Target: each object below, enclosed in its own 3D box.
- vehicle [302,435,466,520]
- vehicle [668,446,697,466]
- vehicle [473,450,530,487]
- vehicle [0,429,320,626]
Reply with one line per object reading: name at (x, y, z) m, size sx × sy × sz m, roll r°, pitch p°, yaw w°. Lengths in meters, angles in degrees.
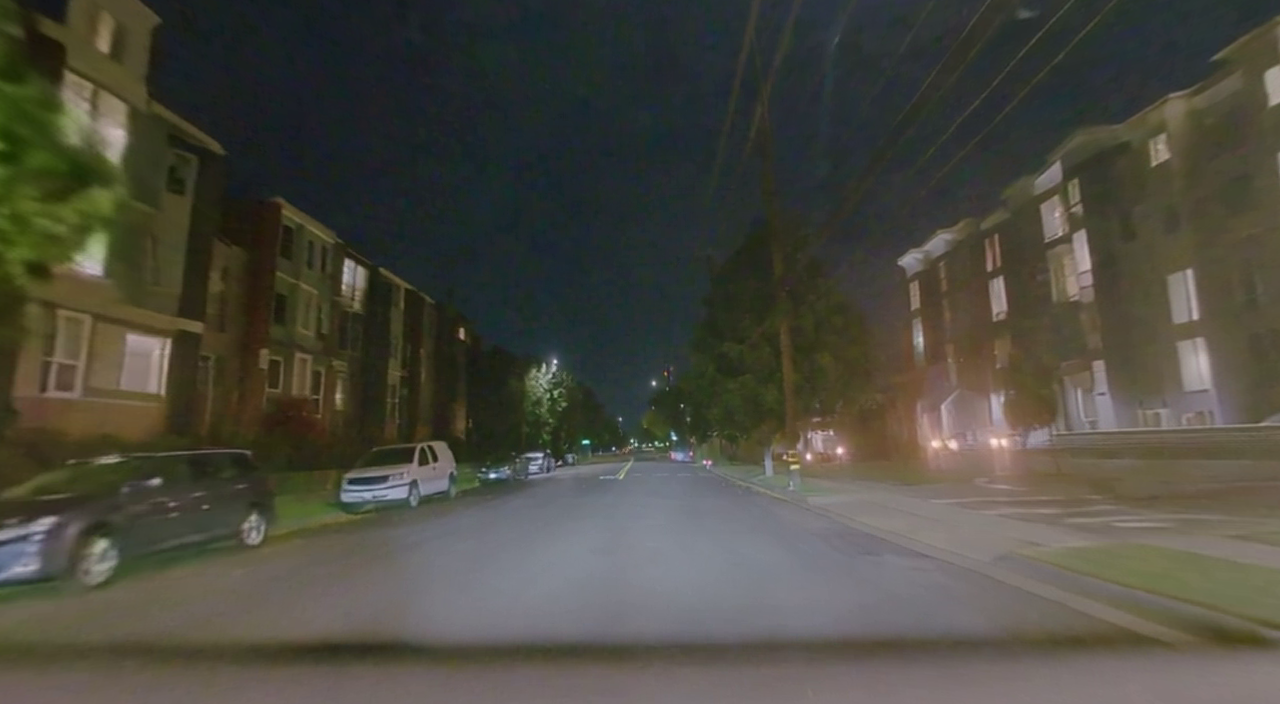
vehicle at (-6.866, 3.374, 17.904) m, size 2.144 × 1.955 × 6.159 m, roll -1°, pitch -8°, yaw -1°
vehicle at (3.216, 7.934, 48.282) m, size 1.943 × 1.469 × 4.504 m, roll 0°, pitch -9°, yaw 0°
vehicle at (-7.008, 5.930, 32.380) m, size 1.852 × 1.510 × 4.812 m, roll -3°, pitch -7°, yaw -1°
vehicle at (-6.805, 2.047, 8.576) m, size 2.120 × 1.799 × 5.370 m, roll -1°, pitch -9°, yaw 0°
